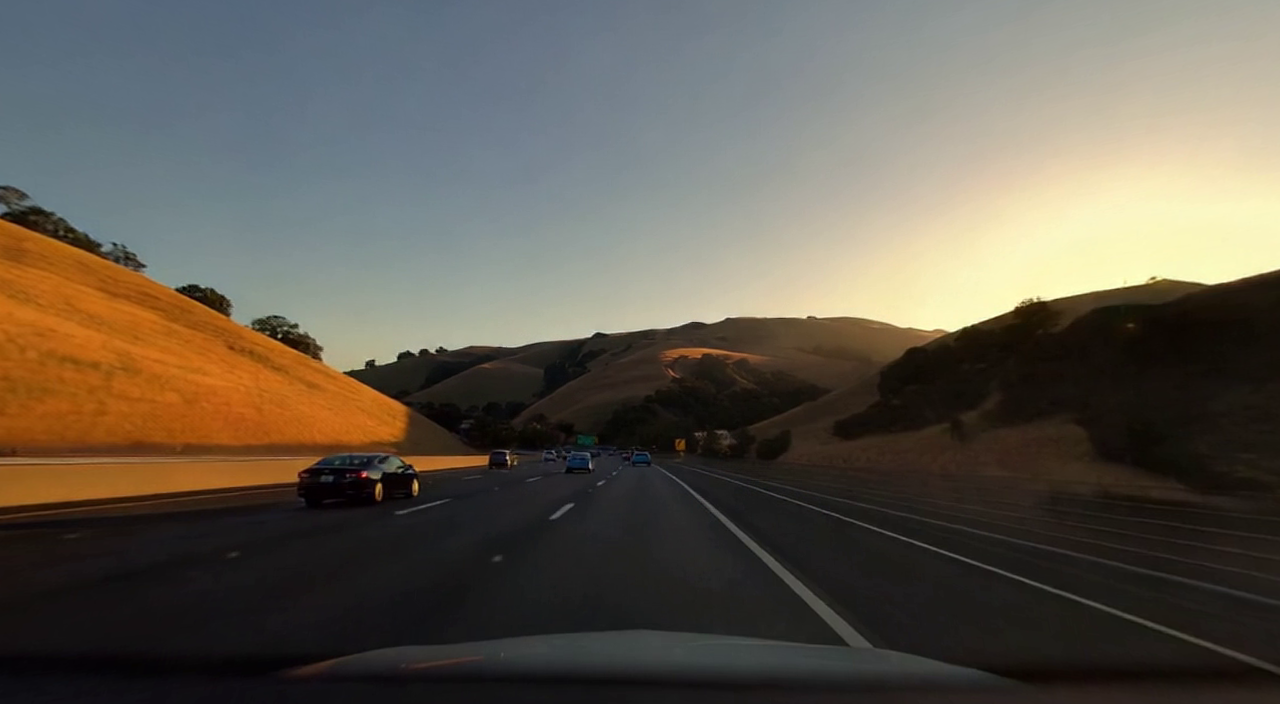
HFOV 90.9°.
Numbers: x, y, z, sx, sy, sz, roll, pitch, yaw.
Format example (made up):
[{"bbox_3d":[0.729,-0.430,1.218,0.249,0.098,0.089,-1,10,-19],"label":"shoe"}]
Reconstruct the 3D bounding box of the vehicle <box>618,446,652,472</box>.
[{"bbox_3d":[-0.356,7.399,43.779,2.225,1.674,4.044,0,-8,-1],"label":"vehicle"}]

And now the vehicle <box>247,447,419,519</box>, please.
[{"bbox_3d":[-7.153,3.059,15.309,1.991,1.441,4.265,0,-8,1],"label":"vehicle"}]

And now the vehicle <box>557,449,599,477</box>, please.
[{"bbox_3d":[-3.708,6.703,38.391,2.144,1.505,4.649,0,-8,-1],"label":"vehicle"}]

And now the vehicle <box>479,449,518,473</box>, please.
[{"bbox_3d":[-11.060,8.553,49.730,2.025,1.750,4.505,0,-8,0],"label":"vehicle"}]
